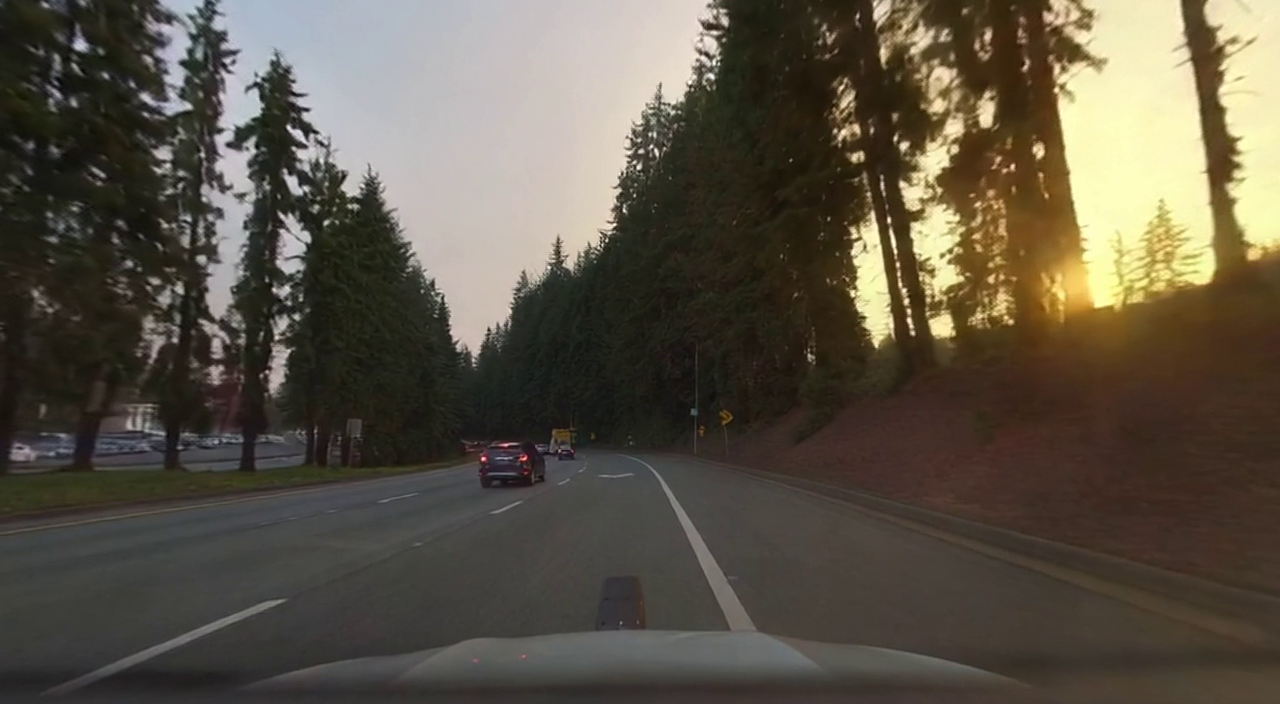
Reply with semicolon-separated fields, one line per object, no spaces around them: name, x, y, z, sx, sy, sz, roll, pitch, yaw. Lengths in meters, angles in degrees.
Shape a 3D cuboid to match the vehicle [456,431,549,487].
vehicle;-4.642;3.708;22.146;2.210;1.737;4.649;0;-8;0
